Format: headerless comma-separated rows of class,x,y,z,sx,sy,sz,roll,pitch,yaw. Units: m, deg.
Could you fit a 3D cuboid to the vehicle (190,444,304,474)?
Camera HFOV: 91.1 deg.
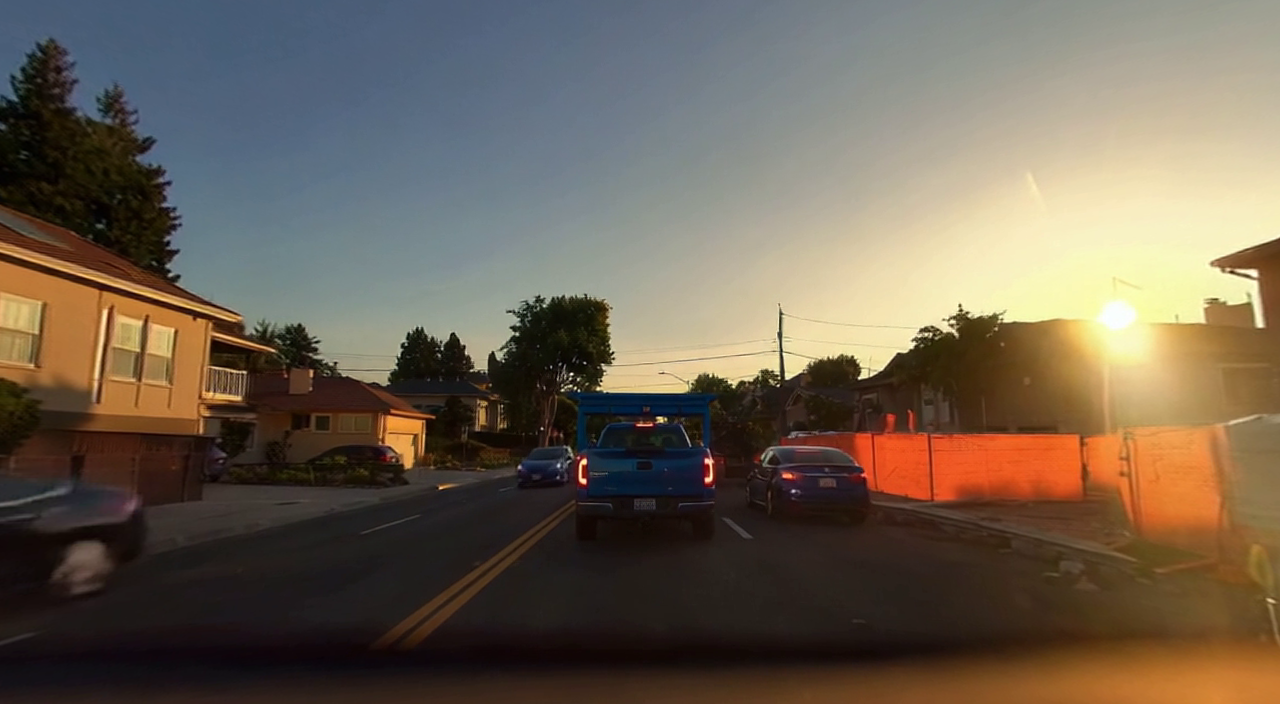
vehicle,-20.386,5.553,32.665,4.706,1.468,1.817,-1,-9,3

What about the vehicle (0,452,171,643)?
vehicle,-6.196,1.531,4.632,1.953,1.528,4.492,0,-9,0

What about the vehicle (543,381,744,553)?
vehicle,0.085,2.059,11.917,2.751,2.361,6.347,0,-9,1

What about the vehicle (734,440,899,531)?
vehicle,3.311,2.587,12.860,2.010,1.499,4.481,0,-9,-1

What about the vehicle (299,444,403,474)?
vehicle,-15.105,5.603,32.960,4.490,1.500,1.875,0,-9,-2
